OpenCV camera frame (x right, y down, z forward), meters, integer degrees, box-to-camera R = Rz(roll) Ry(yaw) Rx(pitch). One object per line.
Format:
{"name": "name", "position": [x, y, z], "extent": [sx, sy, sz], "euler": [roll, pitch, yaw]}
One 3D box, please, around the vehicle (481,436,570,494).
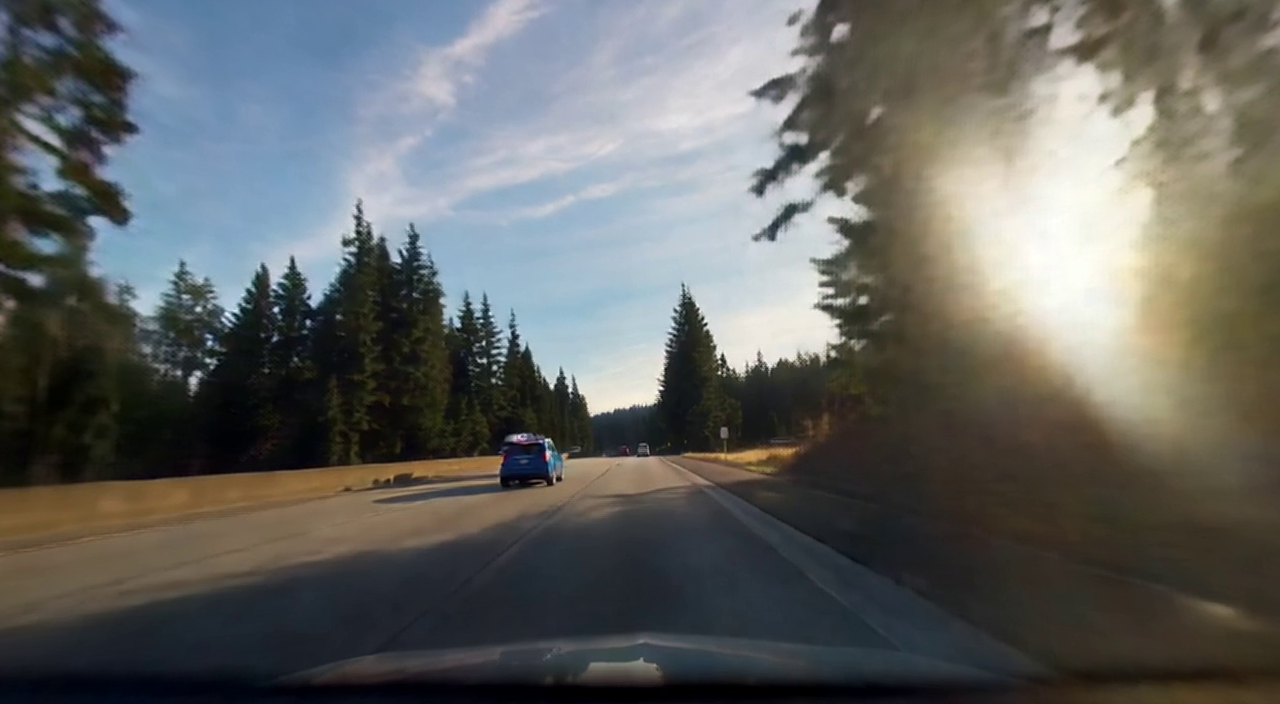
{"name": "vehicle", "position": [-3.739, 3.753, 21.382], "extent": [2.084, 1.752, 4.479], "euler": [0, -8, 2]}
